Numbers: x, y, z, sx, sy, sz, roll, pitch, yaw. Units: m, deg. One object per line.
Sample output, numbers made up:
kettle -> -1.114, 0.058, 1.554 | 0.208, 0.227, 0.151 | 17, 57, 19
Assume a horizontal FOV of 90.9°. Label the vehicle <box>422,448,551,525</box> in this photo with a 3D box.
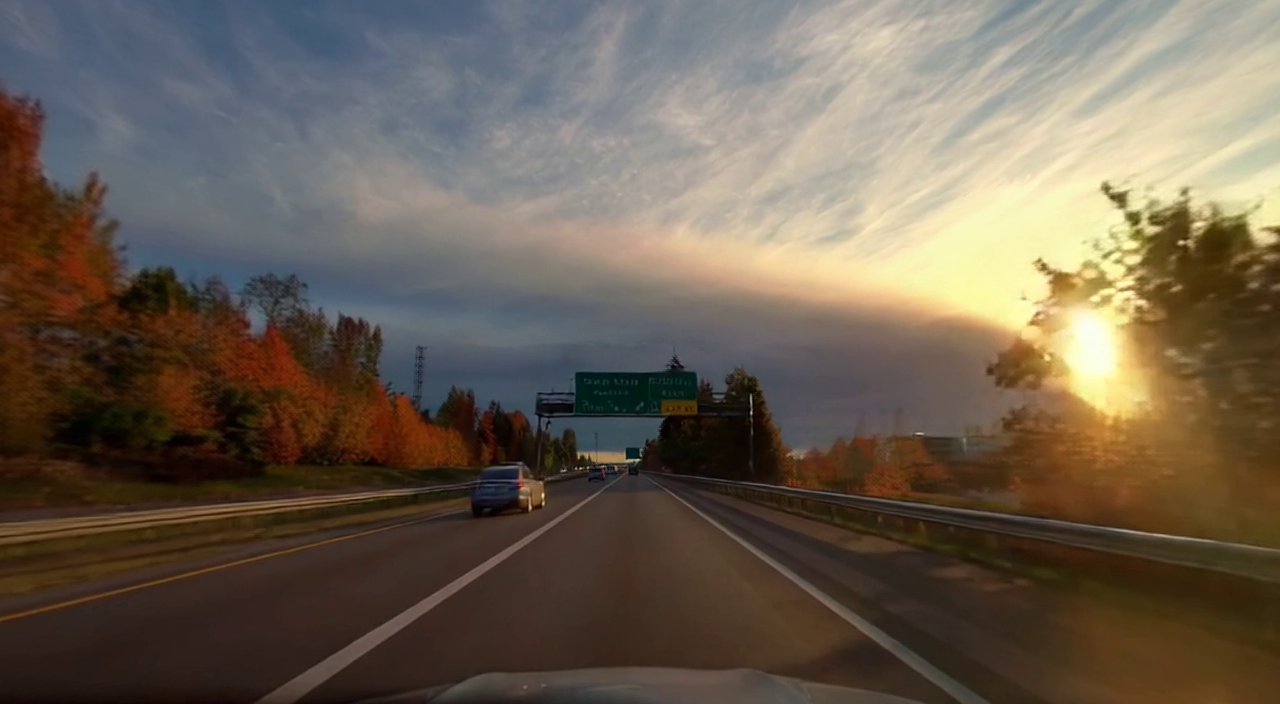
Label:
vehicle -> -4.150, 3.816, 18.308 | 2.254, 1.809, 5.839 | 1, -10, 0
